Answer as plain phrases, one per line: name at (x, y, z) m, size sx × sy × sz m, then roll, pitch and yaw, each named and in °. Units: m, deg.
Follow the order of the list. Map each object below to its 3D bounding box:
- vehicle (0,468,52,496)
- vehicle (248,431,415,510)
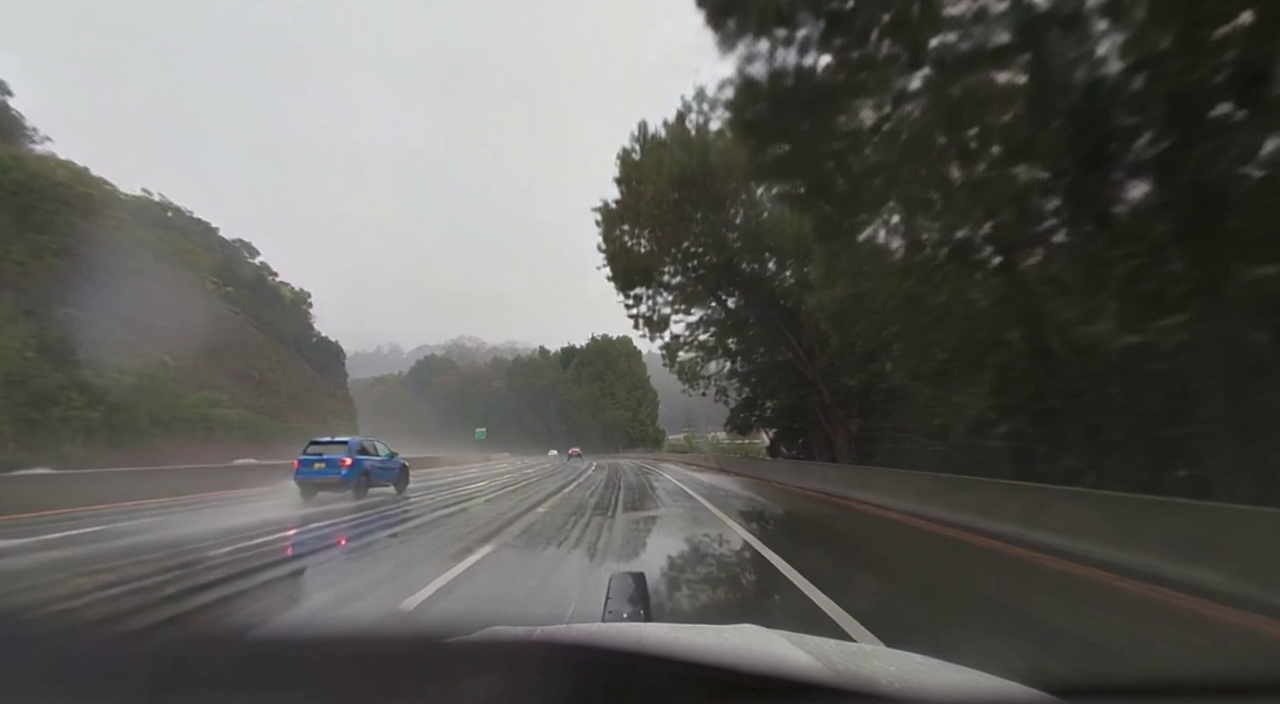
vehicle at (-36.445, 7.425, 35.959) m, size 1.758 × 1.423 × 4.262 m, roll 0°, pitch -8°, yaw -1°
vehicle at (-7.665, 2.966, 16.309) m, size 2.046 × 1.712 × 4.533 m, roll 0°, pitch -8°, yaw -1°
